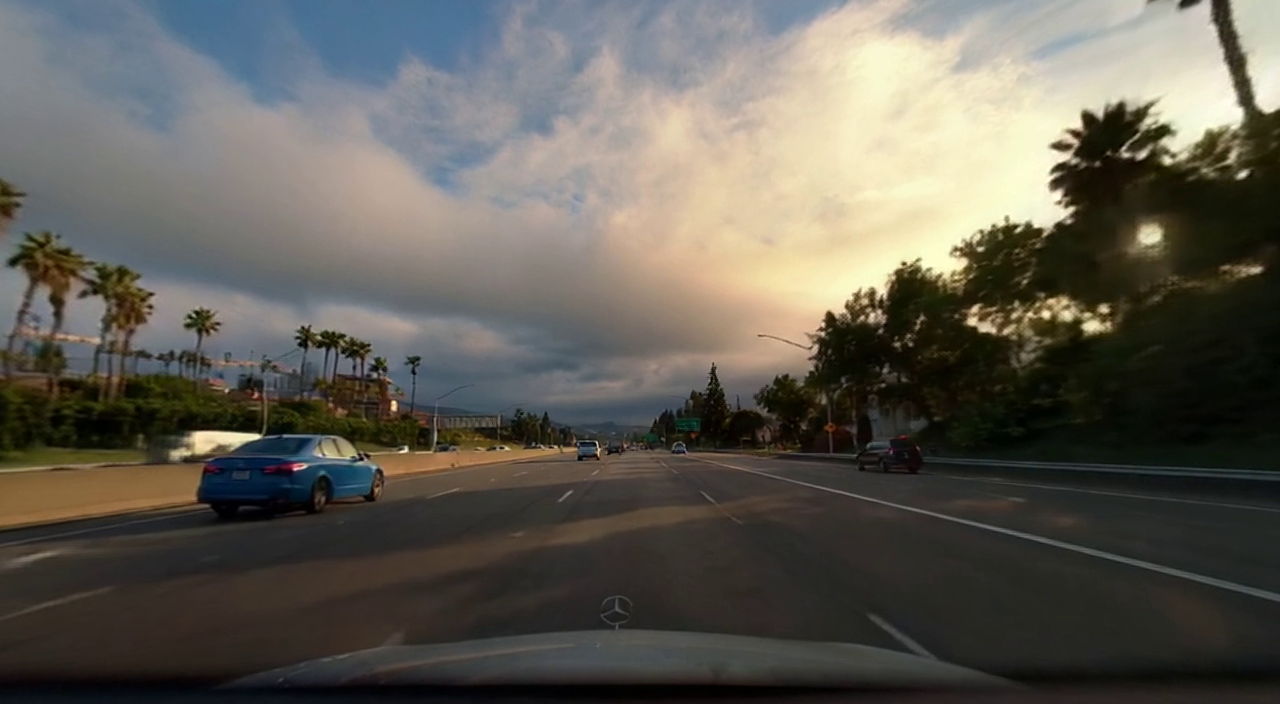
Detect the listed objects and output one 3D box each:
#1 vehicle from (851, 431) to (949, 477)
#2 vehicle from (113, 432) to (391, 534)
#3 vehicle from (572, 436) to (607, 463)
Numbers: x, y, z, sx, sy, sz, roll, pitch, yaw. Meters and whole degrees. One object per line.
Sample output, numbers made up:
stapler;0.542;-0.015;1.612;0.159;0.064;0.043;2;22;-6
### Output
vehicle;11.090;4.402;27.338;2.168;1.792;4.457;0;-9;-2
vehicle;-6.675;2.304;11.786;2.018;1.480;4.999;0;-9;0
vehicle;-3.752;7.353;47.703;2.225;1.967;4.673;0;-9;0
